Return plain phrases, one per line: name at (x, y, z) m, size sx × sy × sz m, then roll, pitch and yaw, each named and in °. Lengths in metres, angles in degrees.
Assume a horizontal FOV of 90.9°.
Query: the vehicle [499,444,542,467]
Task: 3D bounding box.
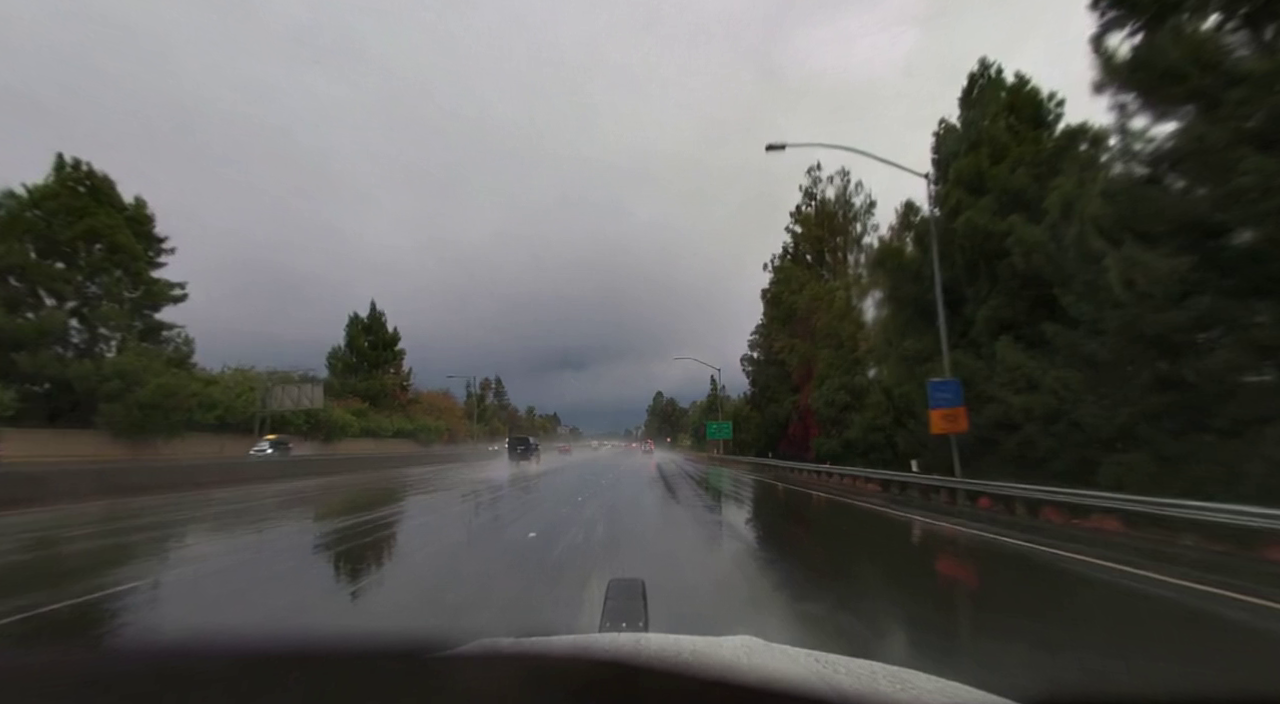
vehicle at (-8.471, 7.372, 44.982) m, size 1.983 × 1.532 × 4.424 m, roll 0°, pitch -8°, yaw 3°
